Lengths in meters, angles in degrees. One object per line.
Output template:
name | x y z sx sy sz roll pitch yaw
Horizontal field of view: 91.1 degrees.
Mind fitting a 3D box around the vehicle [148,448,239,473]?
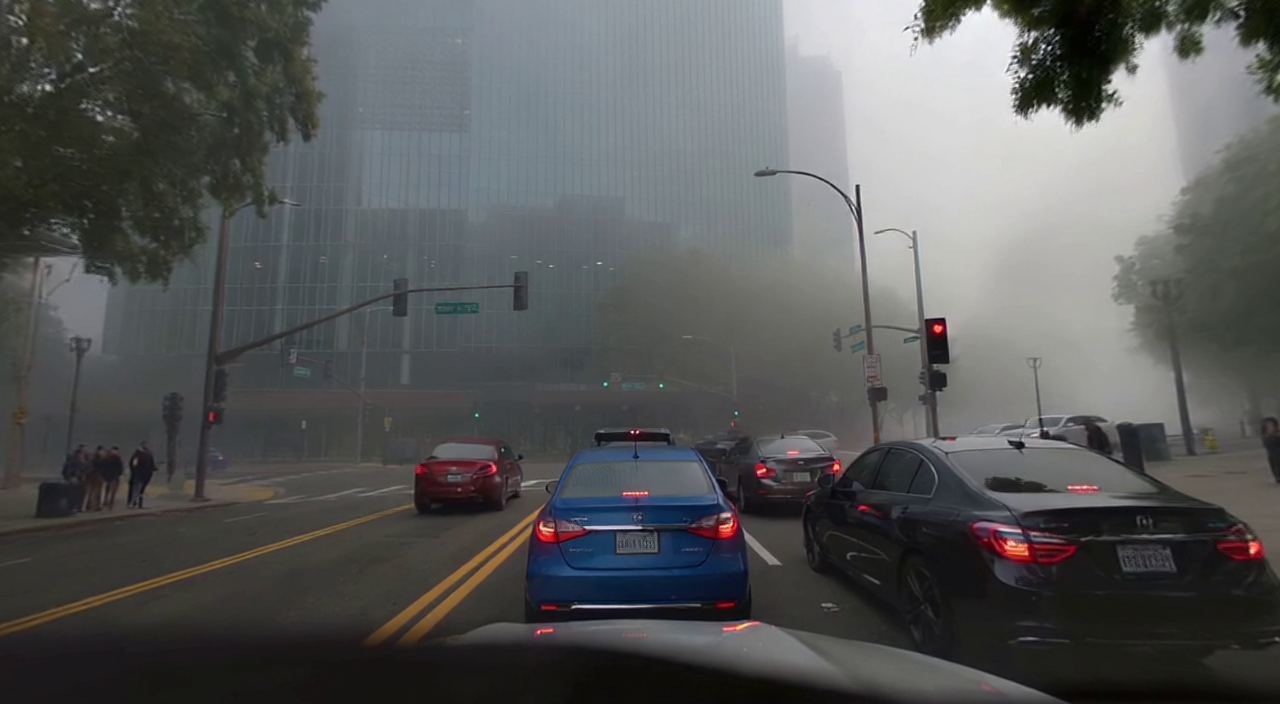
vehicle | -27.295 6.609 38.422 4.140 1.486 1.799 0 -8 0

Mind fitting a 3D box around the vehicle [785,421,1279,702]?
vehicle | 2.757 1.412 5.455 1.952 1.464 4.165 0 -8 -1

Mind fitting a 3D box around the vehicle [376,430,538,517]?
vehicle | -3.570 2.470 13.315 1.971 1.496 4.648 0 -8 1

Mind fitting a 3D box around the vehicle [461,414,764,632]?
vehicle | -0.265 1.472 6.414 2.072 1.476 4.078 0 -8 -2
